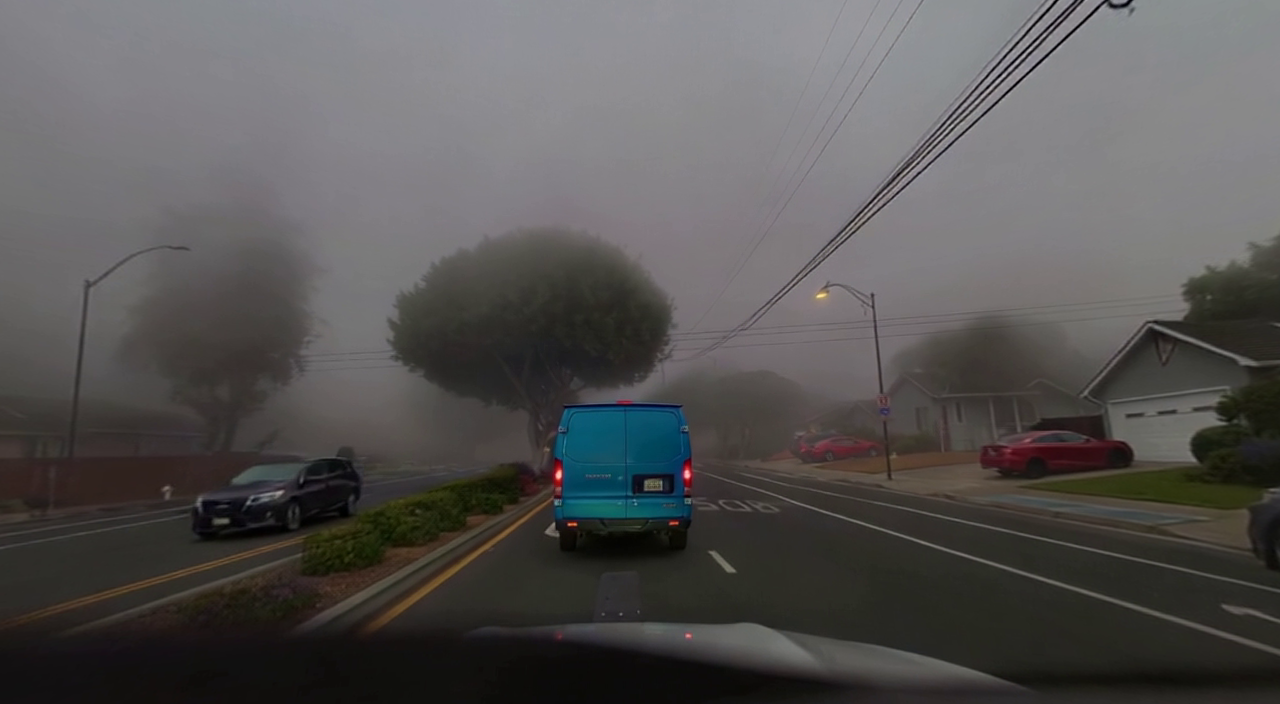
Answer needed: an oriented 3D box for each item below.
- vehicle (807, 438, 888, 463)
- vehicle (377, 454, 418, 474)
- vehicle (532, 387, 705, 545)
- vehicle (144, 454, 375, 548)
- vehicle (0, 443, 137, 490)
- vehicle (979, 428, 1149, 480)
[{"bbox_3d":[13.097,6.238,40.040,4.483,1.463,1.805,0,-9,-1],"label":"vehicle"},{"bbox_3d":[-18.131,8.349,47.345,1.633,1.398,3.729,0,-9,0],"label":"vehicle"},{"bbox_3d":[-0.335,1.917,11.132,2.342,2.142,4.809,0,-9,-1],"label":"vehicle"},{"bbox_3d":[-7.288,2.846,12.801,1.962,1.481,4.434,0,-9,-1],"label":"vehicle"},{"bbox_3d":[-26.943,5.293,29.409,5.026,2.017,2.215,0,-9,-2],"label":"vehicle"},{"bbox_3d":[13.136,3.163,19.760,3.916,1.517,1.887,0,-9,-2],"label":"vehicle"}]
